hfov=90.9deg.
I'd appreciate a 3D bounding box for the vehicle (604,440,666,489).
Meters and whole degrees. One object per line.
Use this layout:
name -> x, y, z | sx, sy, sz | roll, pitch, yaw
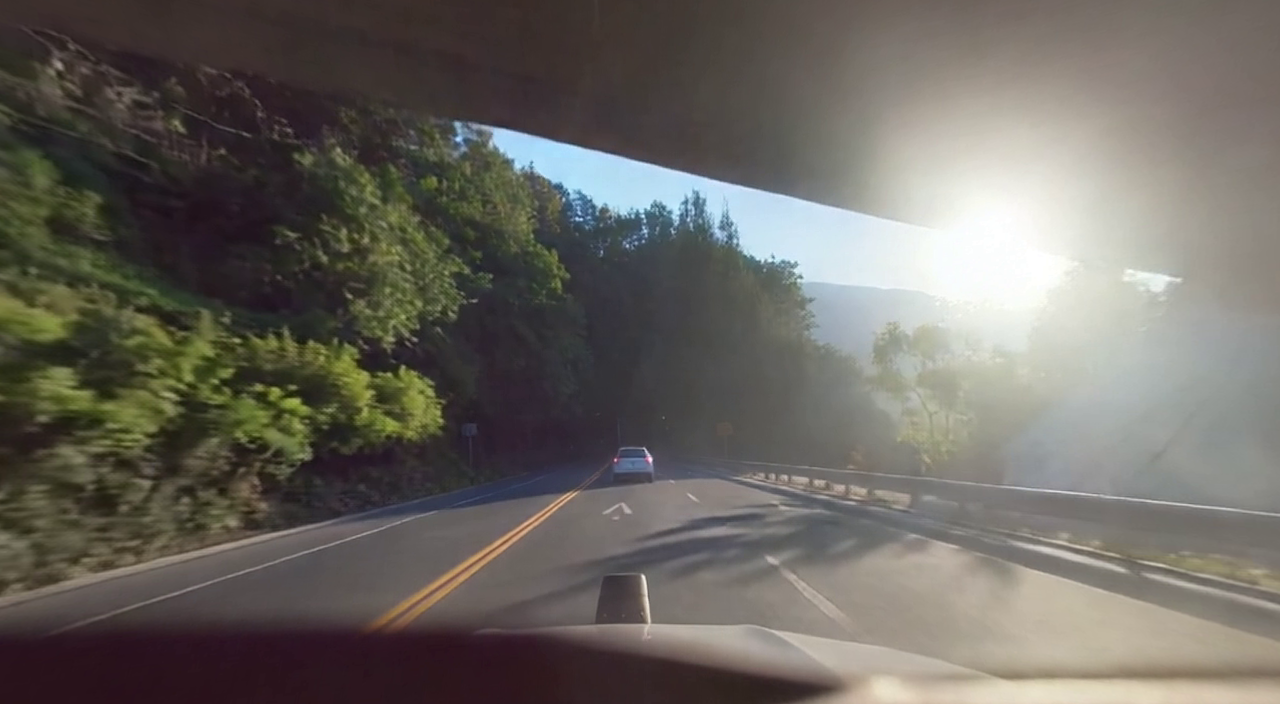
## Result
vehicle -> -0.188, 3.988, 22.573 | 2.037, 1.601, 3.643 | 0, -9, -1
